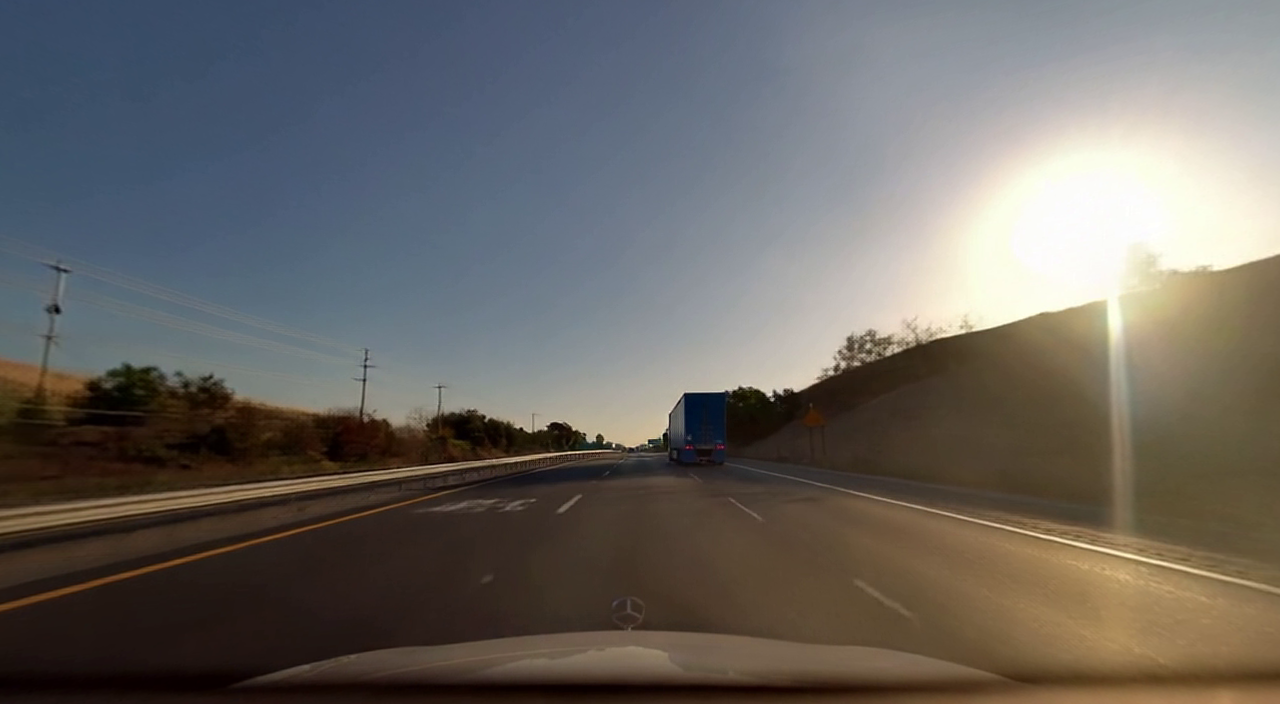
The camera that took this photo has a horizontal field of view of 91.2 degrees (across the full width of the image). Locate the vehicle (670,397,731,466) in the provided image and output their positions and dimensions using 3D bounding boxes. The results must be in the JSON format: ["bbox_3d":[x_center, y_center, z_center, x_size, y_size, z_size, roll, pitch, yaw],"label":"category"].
[{"bbox_3d":[3.952,5.809,44.740,2.933,4.100,14.317,0,-8,0],"label":"vehicle"}]
